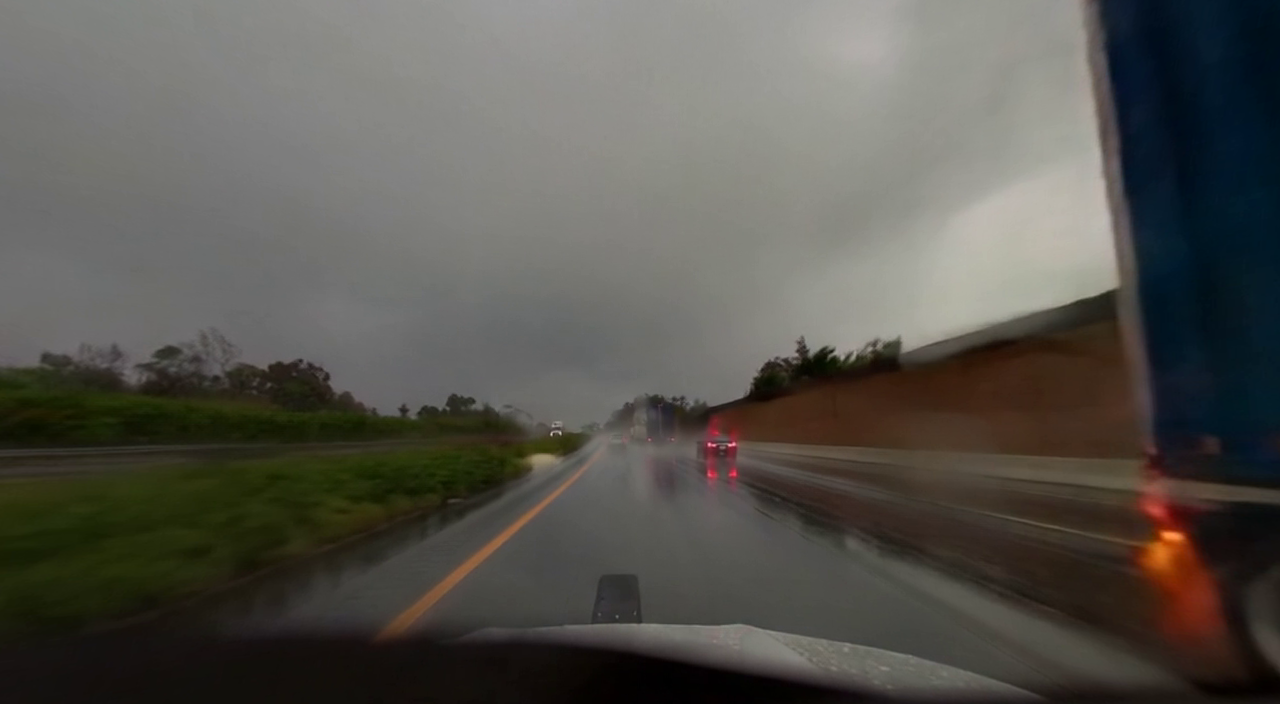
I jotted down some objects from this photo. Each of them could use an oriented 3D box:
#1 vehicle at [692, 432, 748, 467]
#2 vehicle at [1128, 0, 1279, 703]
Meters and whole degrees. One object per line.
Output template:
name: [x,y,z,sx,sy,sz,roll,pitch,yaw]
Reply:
vehicle: [3.545,4.391,28.751,1.813,1.454,4.197,0,-7,-3]
vehicle: [4.362,-0.707,0.250,3.048,4.142,6.359,0,-7,-1]
